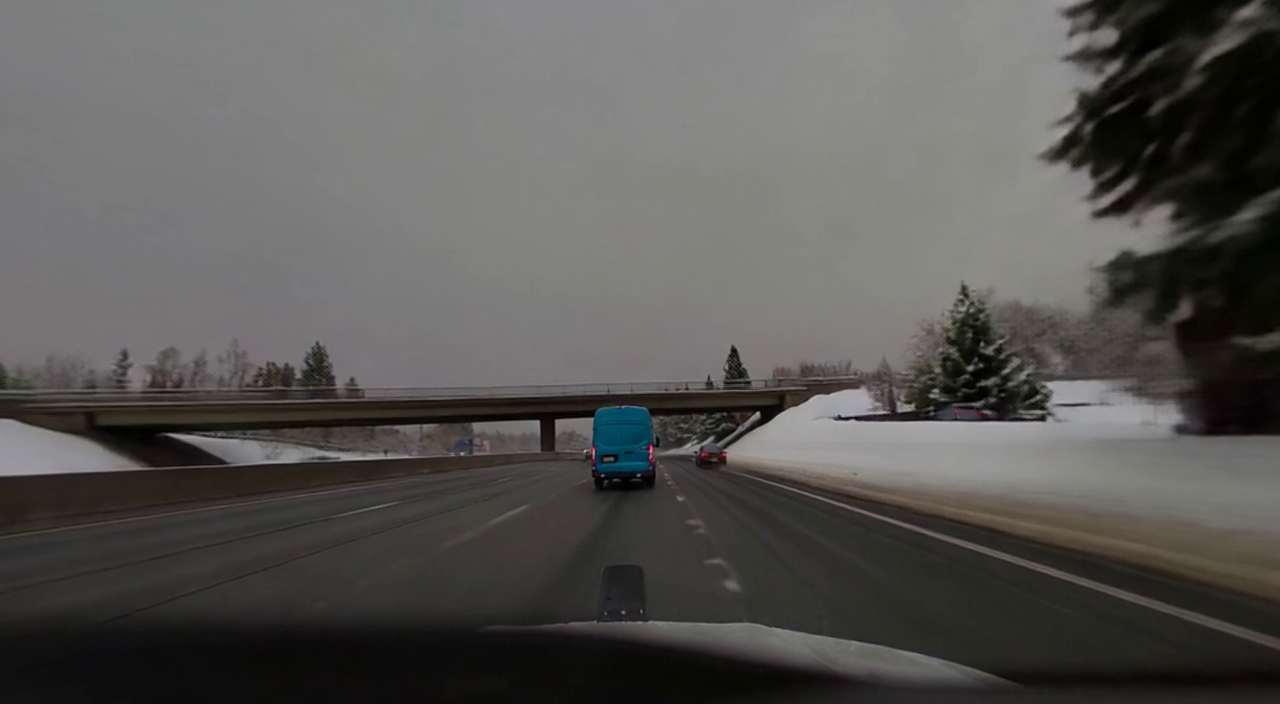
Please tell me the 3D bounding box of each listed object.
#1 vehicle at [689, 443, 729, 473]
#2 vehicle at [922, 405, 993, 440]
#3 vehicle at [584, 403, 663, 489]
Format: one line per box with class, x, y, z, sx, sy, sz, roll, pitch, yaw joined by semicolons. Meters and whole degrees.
vehicle;4.032;6.273;37.418;1.987;1.648;3.984;0;-9;1
vehicle;22.830;5.173;45.431;2.445;2.240;5.659;-1;-9;4
vehicle;-0.444;3.491;23.277;2.476;2.776;5.598;-1;-9;3
